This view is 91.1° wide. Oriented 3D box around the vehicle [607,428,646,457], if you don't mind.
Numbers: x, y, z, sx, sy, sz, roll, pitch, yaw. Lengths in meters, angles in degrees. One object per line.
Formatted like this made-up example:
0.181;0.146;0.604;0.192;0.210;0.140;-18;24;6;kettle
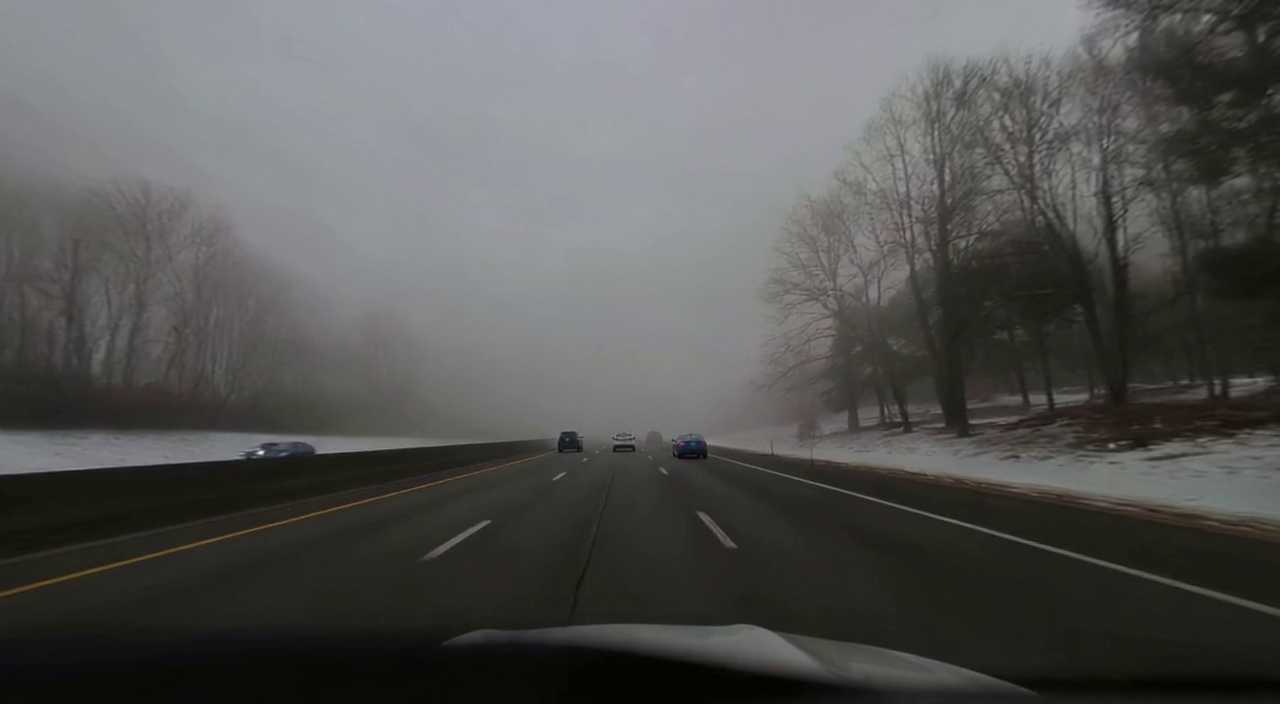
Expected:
-0.809;5.439;37.908;2.182;1.680;4.253;0;-8;-1;vehicle

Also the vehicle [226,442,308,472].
-21.281;5.982;36.129;1.869;1.532;4.584;0;-8;0;vehicle

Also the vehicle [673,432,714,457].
3.284;5.753;39.368;2.056;1.479;4.660;0;-8;-1;vehicle

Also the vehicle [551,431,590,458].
-4.230;5.662;38.732;2.041;1.546;4.080;0;-8;-1;vehicle
